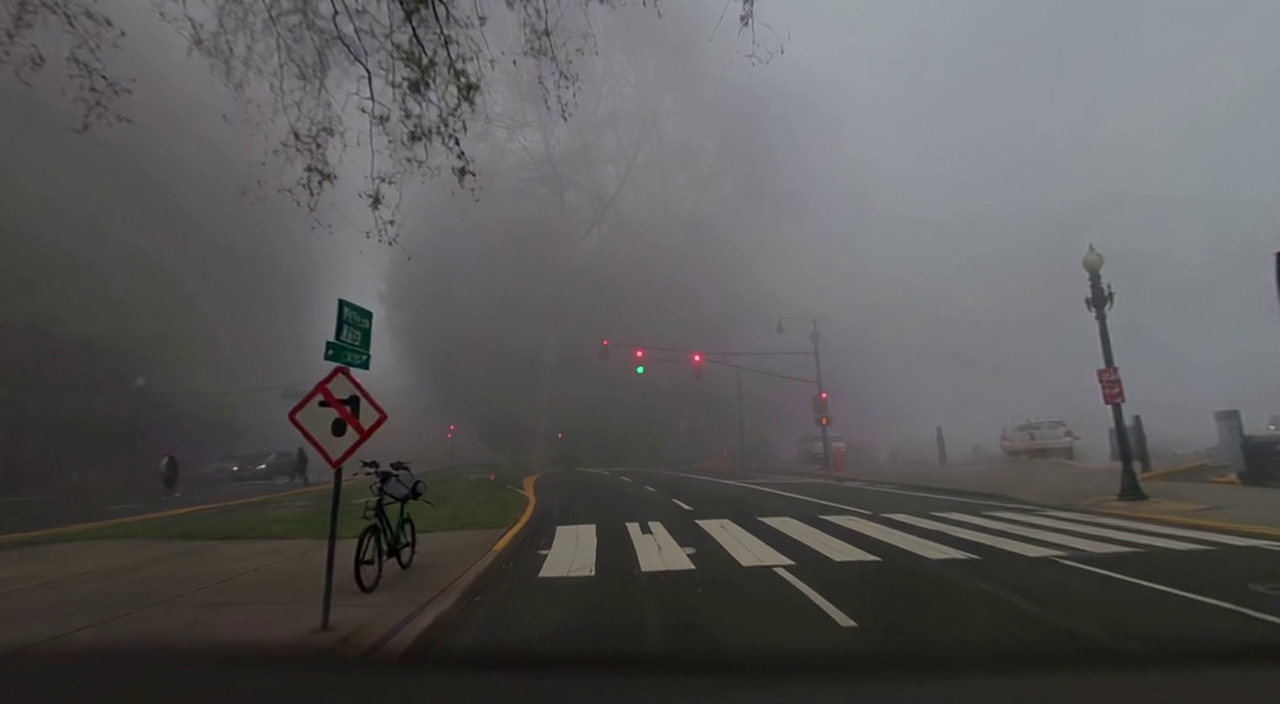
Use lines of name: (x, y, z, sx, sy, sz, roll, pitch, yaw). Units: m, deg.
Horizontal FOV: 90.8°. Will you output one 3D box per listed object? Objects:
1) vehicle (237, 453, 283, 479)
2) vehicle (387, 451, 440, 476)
vehicle: (-28.732, 8.566, 47.737, 2.199, 1.838, 4.222, 7, -11, -40)
vehicle: (-15.446, 7.526, 42.982, 2.123, 1.544, 4.158, 6, -11, -37)
